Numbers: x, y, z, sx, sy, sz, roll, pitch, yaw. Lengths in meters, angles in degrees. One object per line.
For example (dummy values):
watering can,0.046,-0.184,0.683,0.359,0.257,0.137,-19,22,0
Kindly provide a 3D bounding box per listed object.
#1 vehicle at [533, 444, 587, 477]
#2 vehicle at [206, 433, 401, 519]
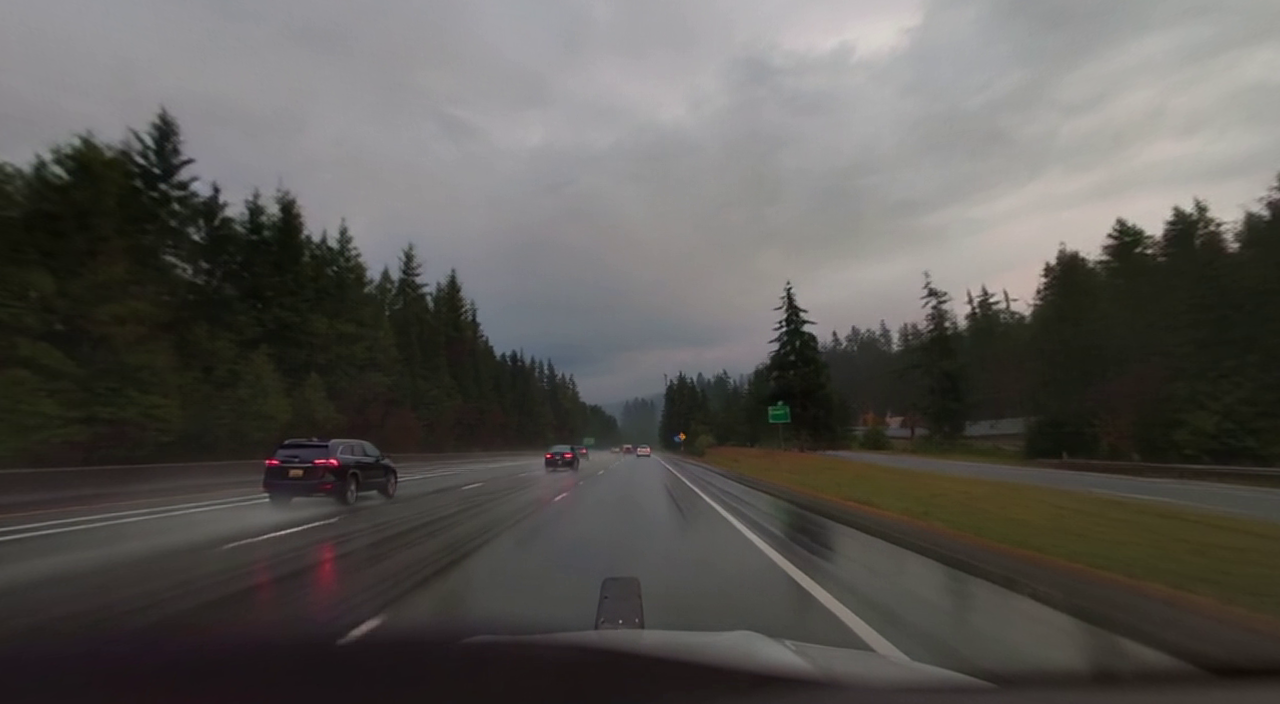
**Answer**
vehicle,-4.006,5.519,32.322,2.104,1.558,4.639,0,-9,1
vehicle,-7.222,2.681,14.144,2.007,1.616,4.141,0,-9,1
